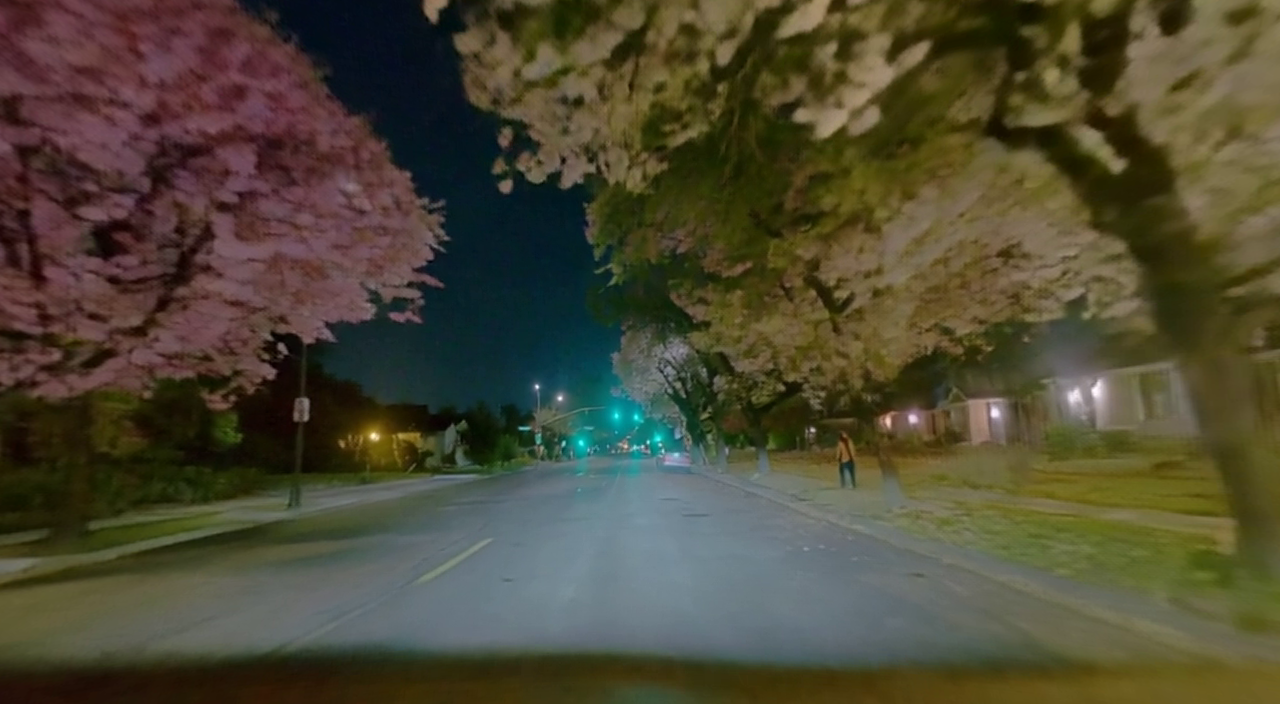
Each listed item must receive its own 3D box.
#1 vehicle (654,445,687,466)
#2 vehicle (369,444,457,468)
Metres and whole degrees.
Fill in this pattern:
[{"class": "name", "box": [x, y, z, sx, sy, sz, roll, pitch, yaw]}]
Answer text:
[{"class": "vehicle", "box": [2.190, 7.591, 46.432, 2.022, 1.455, 4.406, 0, -9, -2]}, {"class": "vehicle", "box": [-17.315, 7.961, 48.425, 5.902, 1.796, 2.183, 0, -9, -2]}]
